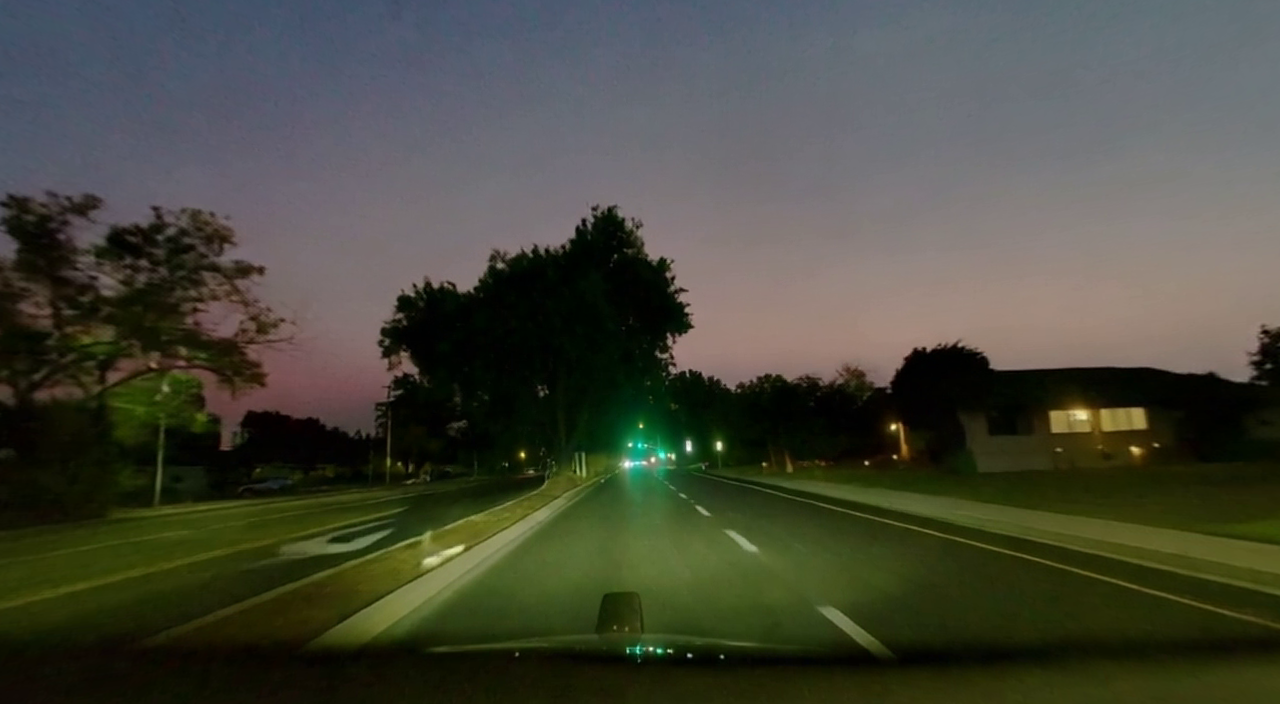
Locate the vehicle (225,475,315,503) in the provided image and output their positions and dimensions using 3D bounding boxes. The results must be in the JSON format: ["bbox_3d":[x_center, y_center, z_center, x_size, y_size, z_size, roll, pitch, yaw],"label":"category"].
[{"bbox_3d":[-26.390,9.782,45.168,5.040,1.748,2.186,-1,-9,-1],"label":"vehicle"}]
